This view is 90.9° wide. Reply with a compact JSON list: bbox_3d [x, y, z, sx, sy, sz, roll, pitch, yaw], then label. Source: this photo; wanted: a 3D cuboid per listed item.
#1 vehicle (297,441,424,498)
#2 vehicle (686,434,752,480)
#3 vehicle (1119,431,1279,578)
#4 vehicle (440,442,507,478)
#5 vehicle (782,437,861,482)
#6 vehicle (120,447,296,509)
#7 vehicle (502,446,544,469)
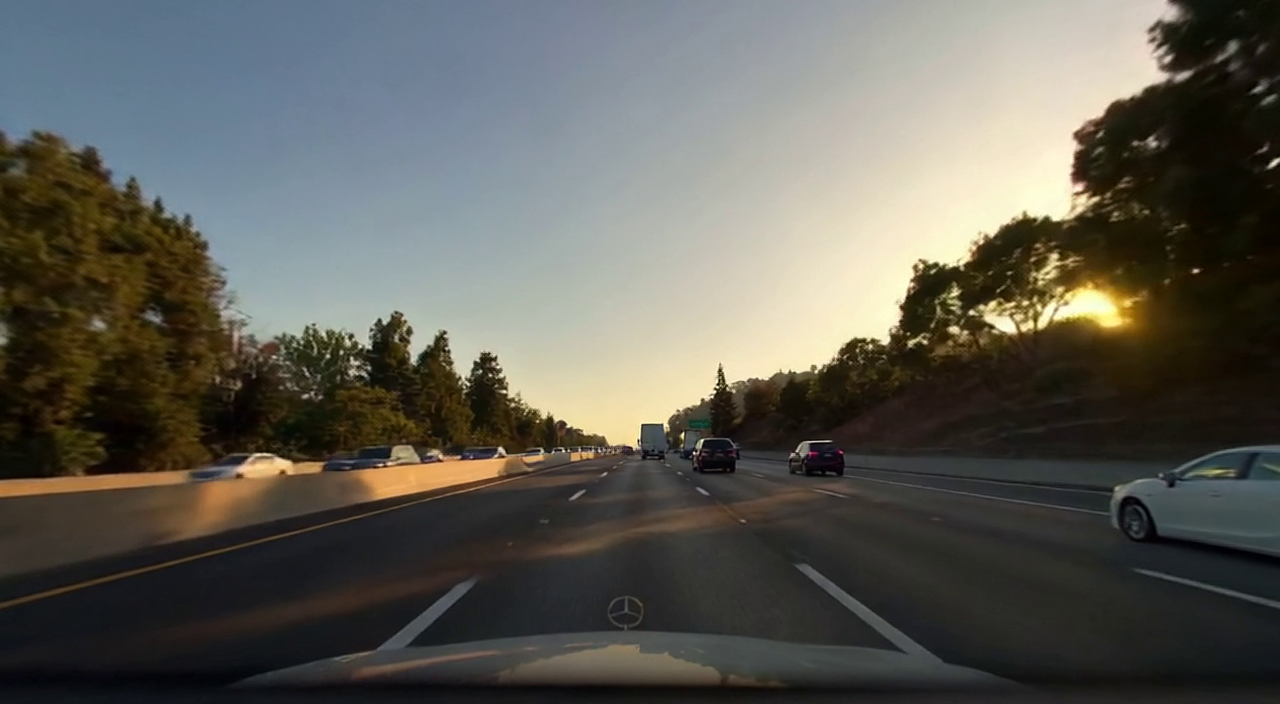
[{"bbox_3d":[-8.587,3.609,19.885,1.963,1.571,4.318,0,-8,1],"label":"vehicle"},{"bbox_3d":[3.432,4.650,28.250,2.209,1.862,4.717,0,-8,-2],"label":"vehicle"},{"bbox_3d":[7.552,1.504,6.092,2.022,1.488,4.817,0,-8,-1],"label":"vehicle"},{"bbox_3d":[-7.963,5.203,30.609,1.997,1.600,4.277,0,-8,1],"label":"vehicle"},{"bbox_3d":[7.491,4.469,26.499,1.976,1.703,4.288,0,-8,-1],"label":"vehicle"},{"bbox_3d":[-12.391,3.603,18.554,1.930,1.549,4.442,0,-8,2],"label":"vehicle"},{"bbox_3d":[-8.056,7.304,43.883,1.958,1.503,4.671,0,-8,1],"label":"vehicle"}]
